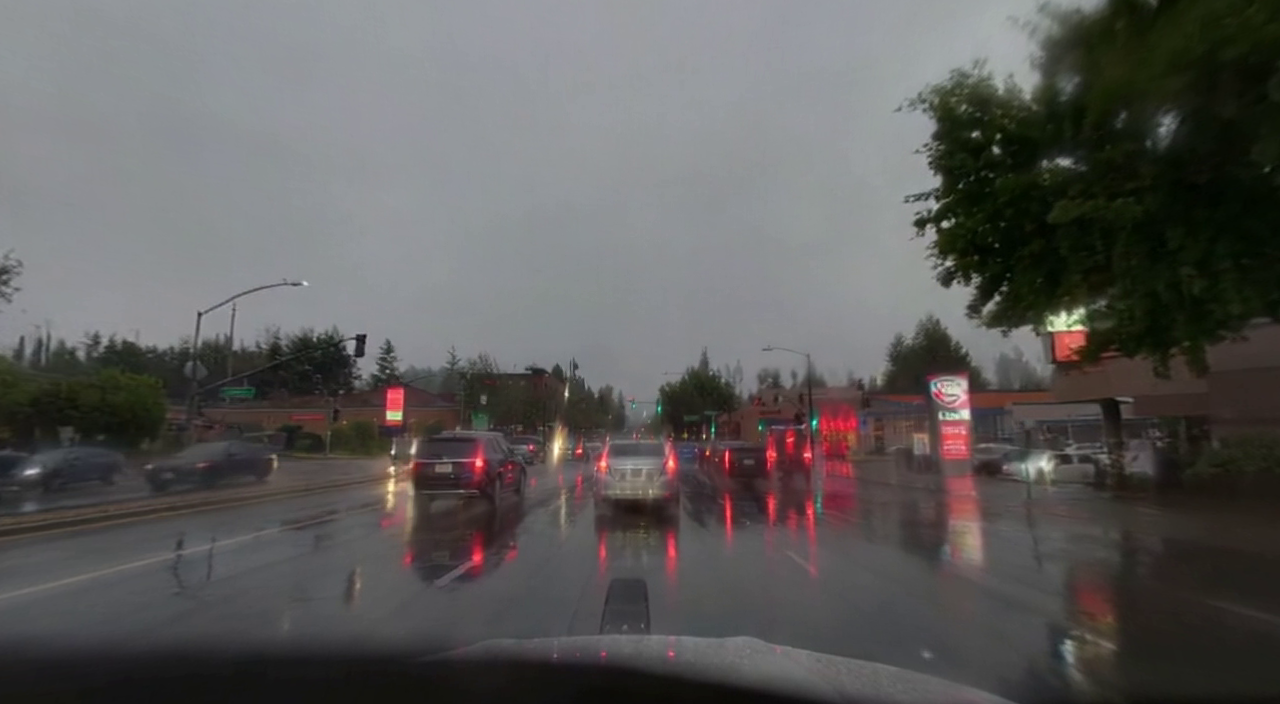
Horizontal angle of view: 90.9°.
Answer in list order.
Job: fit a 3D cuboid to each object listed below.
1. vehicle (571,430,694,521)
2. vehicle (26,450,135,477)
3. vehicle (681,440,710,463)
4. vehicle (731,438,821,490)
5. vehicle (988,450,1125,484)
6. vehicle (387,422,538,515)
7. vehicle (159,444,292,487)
[{"bbox_3d":[-0.125,2.448,13.028,2.121,1.563,4.031,0,-8,0],"label":"vehicle"},{"bbox_3d":[-31.337,6.243,35.469,4.106,1.384,1.878,4,-9,-26],"label":"vehicle"},{"bbox_3d":[4.085,7.379,46.859,1.848,1.665,3.747,0,-8,0],"label":"vehicle"},{"bbox_3d":[4.273,3.574,20.510,1.979,1.485,4.207,0,-8,0],"label":"vehicle"},{"bbox_3d":[19.057,5.275,29.043,4.795,1.457,1.986,0,-8,4],"label":"vehicle"},{"bbox_3d":[-3.569,2.420,13.560,1.983,1.685,3.997,0,-8,2],"label":"vehicle"},{"bbox_3d":[-15.495,4.229,23.914,1.896,1.468,4.573,0,-8,0],"label":"vehicle"}]
